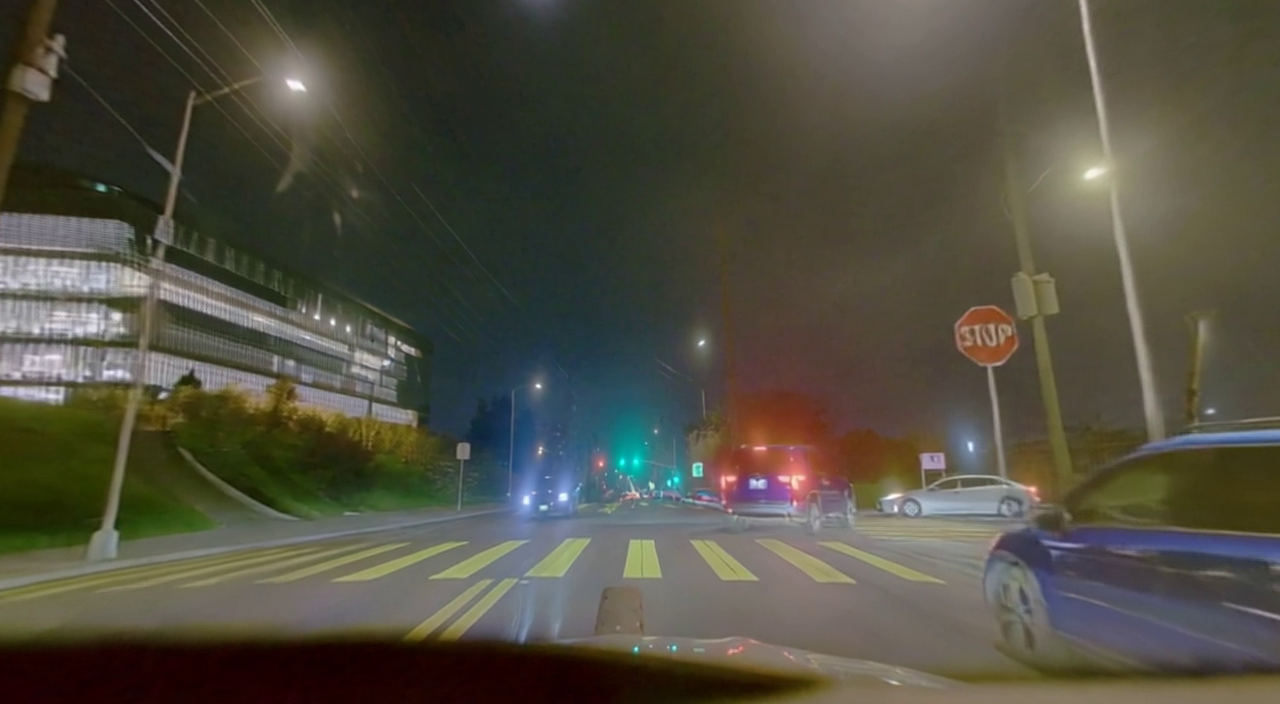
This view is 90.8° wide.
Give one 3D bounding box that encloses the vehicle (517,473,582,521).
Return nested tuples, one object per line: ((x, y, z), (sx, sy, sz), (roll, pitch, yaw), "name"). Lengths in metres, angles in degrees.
((-3.466, 5.618, 24.816), (1.911, 1.563, 4.057), (0, -9, 0), "vehicle")

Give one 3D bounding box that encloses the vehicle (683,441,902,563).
((3.109, 2.624, 12.064), (2.214, 1.789, 4.872), (-7, -11, 37), "vehicle")

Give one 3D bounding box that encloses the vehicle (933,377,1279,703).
((3.269, 0.987, 2.829), (1.933, 1.612, 3.941), (0, -9, -1), "vehicle")
